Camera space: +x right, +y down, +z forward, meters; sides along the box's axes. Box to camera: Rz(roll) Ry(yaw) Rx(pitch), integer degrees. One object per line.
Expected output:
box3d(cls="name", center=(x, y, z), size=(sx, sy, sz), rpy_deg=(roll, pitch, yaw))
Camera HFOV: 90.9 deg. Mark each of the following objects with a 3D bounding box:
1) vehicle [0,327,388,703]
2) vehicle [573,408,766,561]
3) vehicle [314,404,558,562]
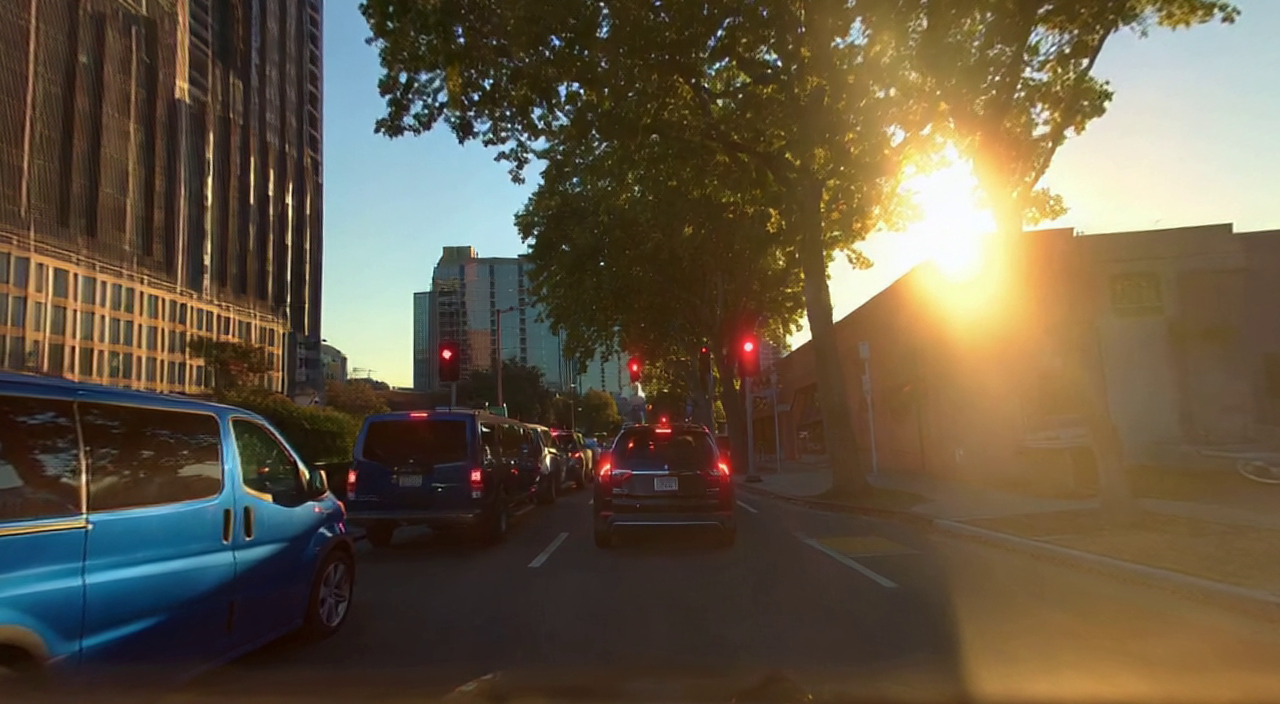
box3d(cls="vehicle", center=(-3.177, 0.979, 3.481), size=(1.940, 1.722, 3.823), rpy_deg=(0, -8, 0))
box3d(cls="vehicle", center=(0.359, 1.811, 9.254), size=(2.205, 1.727, 3.917), rpy_deg=(0, -8, 1))
box3d(cls="vehicle", center=(-2.654, 1.841, 9.607), size=(2.124, 1.799, 4.587), rpy_deg=(0, -8, 1))
